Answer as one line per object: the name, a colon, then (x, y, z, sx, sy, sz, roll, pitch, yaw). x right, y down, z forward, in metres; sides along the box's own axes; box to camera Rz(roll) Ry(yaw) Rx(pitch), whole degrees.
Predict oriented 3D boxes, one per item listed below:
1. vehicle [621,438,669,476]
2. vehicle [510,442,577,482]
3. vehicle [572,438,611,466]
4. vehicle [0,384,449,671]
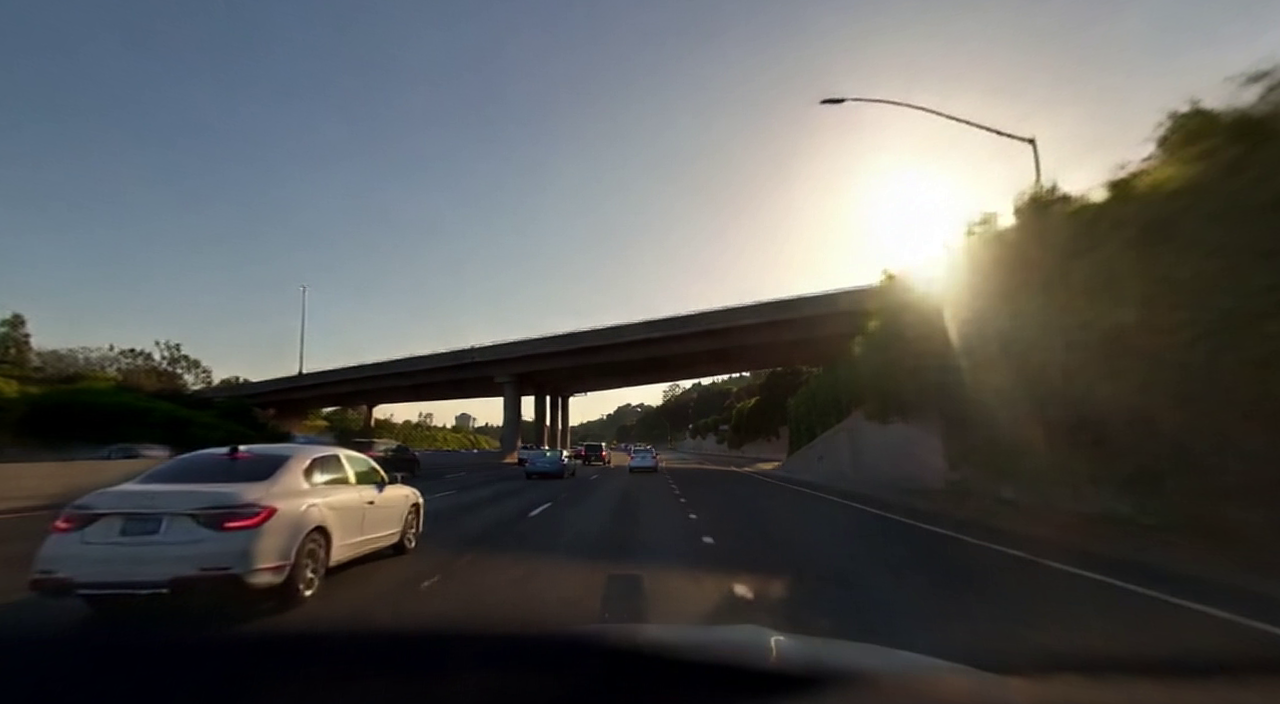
vehicle: (0.232, 5.026, 30.429, 2.160, 1.678, 4.178, 0, -8, 0)
vehicle: (-3.879, 4.478, 25.945, 1.997, 1.490, 4.471, 0, -8, 1)
vehicle: (-3.304, 6.877, 43.499, 2.237, 1.841, 4.683, 0, -8, 1)
vehicle: (-3.685, 1.401, 6.188, 2.161, 1.759, 4.482, 0, -8, 0)
